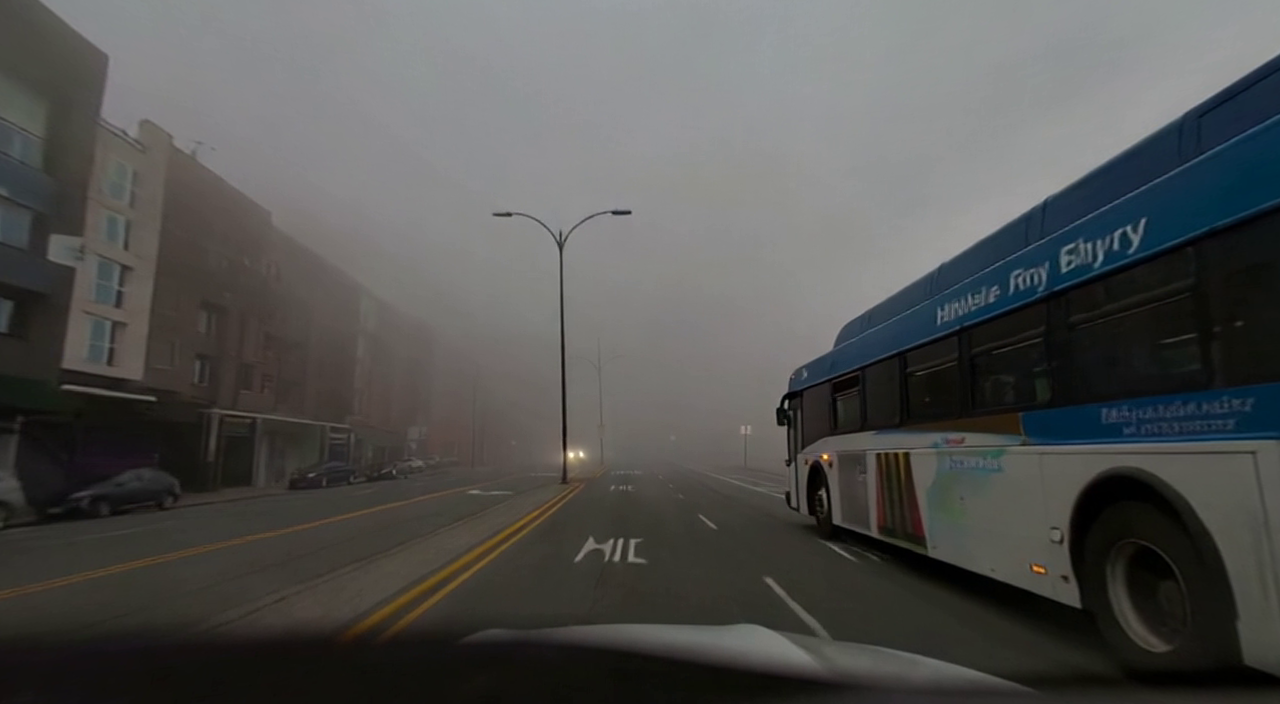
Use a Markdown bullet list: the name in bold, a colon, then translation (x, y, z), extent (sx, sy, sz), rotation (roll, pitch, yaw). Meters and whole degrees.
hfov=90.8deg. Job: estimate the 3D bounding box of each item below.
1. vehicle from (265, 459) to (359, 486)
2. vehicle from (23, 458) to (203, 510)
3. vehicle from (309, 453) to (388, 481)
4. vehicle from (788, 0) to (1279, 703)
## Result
- **vehicle**: translation (-19.340, 7.098, 37.397), extent (4.522, 1.469, 1.840), rotation (1, -9, -4)
- **vehicle**: translation (-17.897, 4.485, 21.652), extent (4.246, 1.612, 1.914), rotation (1, -9, -7)
- **vehicle**: translation (-19.619, 7.745, 42.673), extent (4.325, 1.777, 1.948), rotation (0, -9, 0)
- **vehicle**: translation (4.384, 0.427, 4.935), extent (3.194, 3.345, 12.428), rotation (0, -9, -1)
